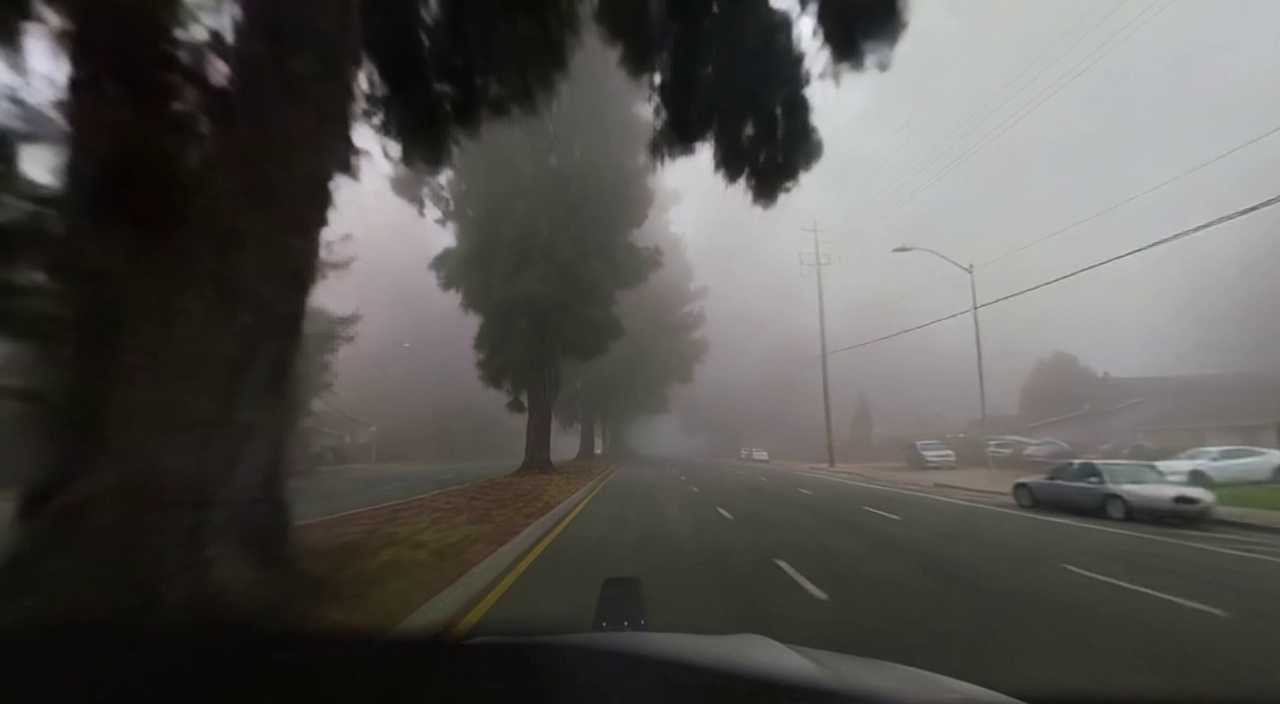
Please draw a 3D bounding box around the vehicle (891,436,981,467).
[{"bbox_3d":[19.151,6.448,40.899,4.655,1.921,2.231,0,-8,-1],"label":"vehicle"}]

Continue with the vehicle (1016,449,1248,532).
[{"bbox_3d":[11.478,3.203,15.296,1.929,1.489,4.777,4,-8,2],"label":"vehicle"}]
